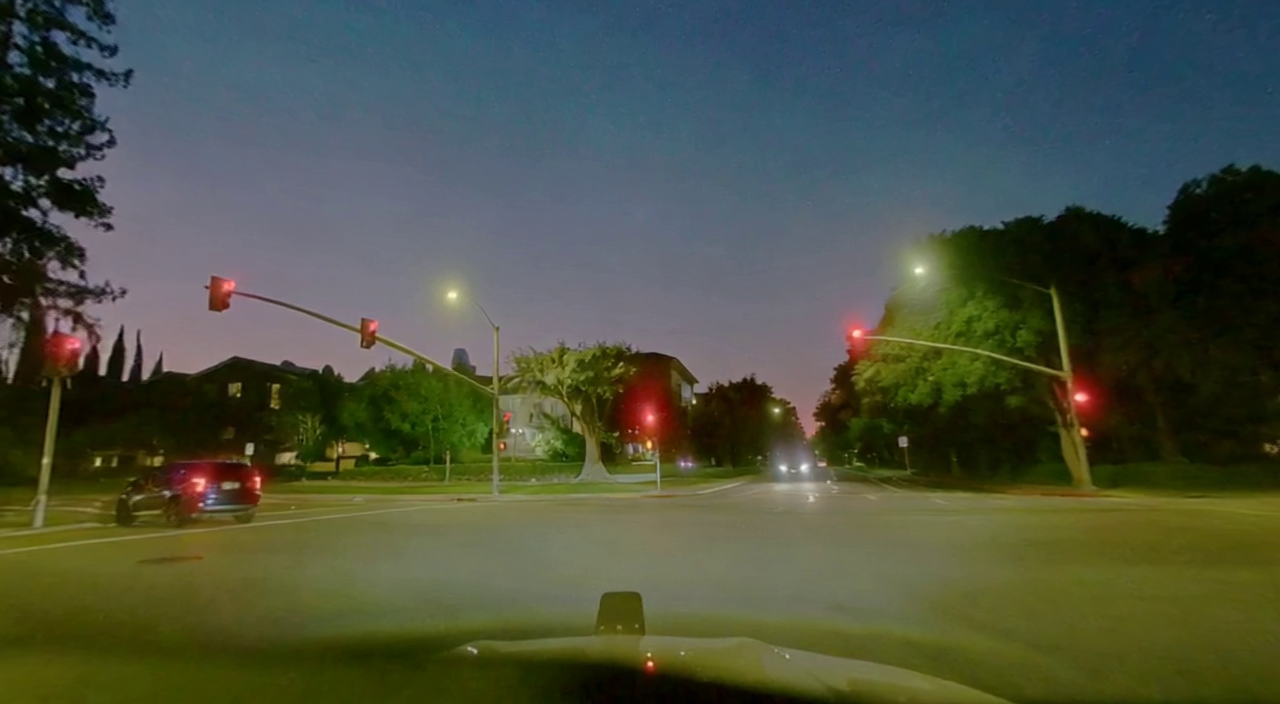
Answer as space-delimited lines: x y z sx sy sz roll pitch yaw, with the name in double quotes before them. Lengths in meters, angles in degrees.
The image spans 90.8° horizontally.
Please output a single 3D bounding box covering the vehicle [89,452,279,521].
"vehicle" -12.004 3.444 16.679 4.247 1.591 2.093 -4 -9 24
